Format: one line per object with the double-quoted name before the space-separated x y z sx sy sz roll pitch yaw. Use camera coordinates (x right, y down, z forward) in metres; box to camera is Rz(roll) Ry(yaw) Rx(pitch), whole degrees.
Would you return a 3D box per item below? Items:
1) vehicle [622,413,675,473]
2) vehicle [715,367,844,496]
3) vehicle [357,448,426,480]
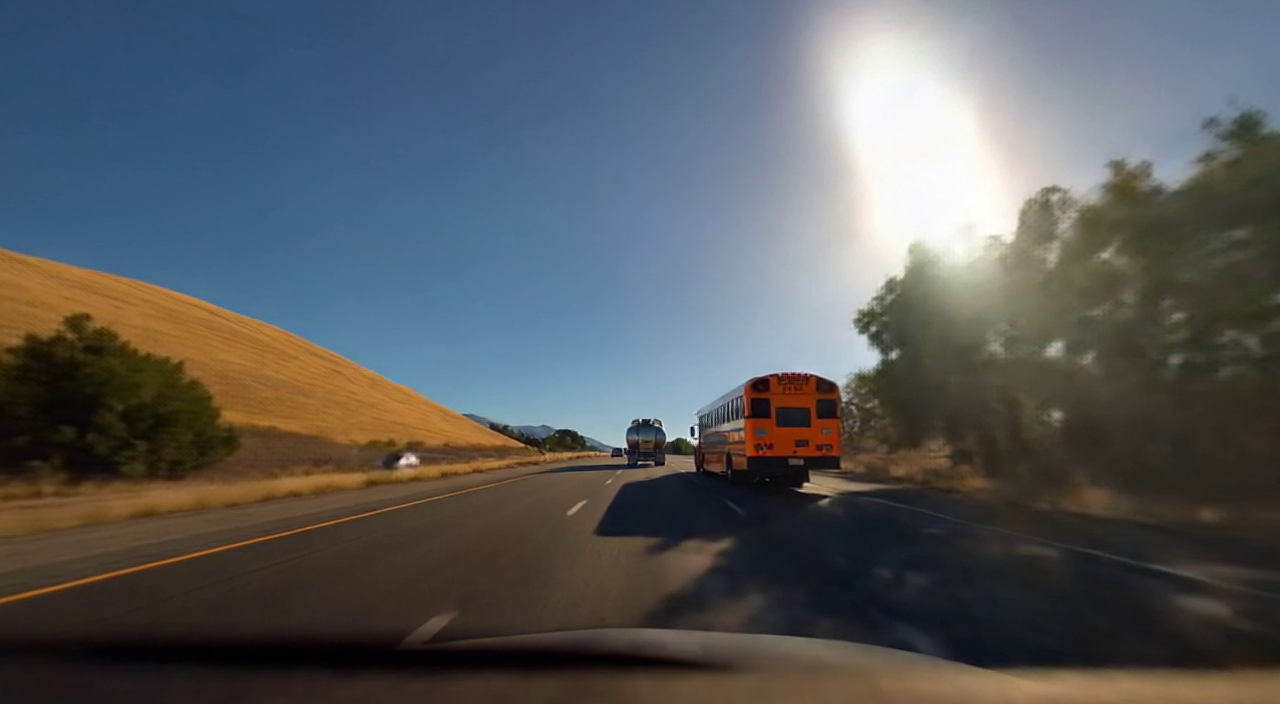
"vehicle" 0.507 5.822 40.312 2.948 3.265 10.569 0 -8 1
"vehicle" 4.442 2.800 21.829 2.716 3.705 7.018 0 -8 -1
"vehicle" -13.504 6.072 34.579 1.889 1.576 4.426 0 -8 1
